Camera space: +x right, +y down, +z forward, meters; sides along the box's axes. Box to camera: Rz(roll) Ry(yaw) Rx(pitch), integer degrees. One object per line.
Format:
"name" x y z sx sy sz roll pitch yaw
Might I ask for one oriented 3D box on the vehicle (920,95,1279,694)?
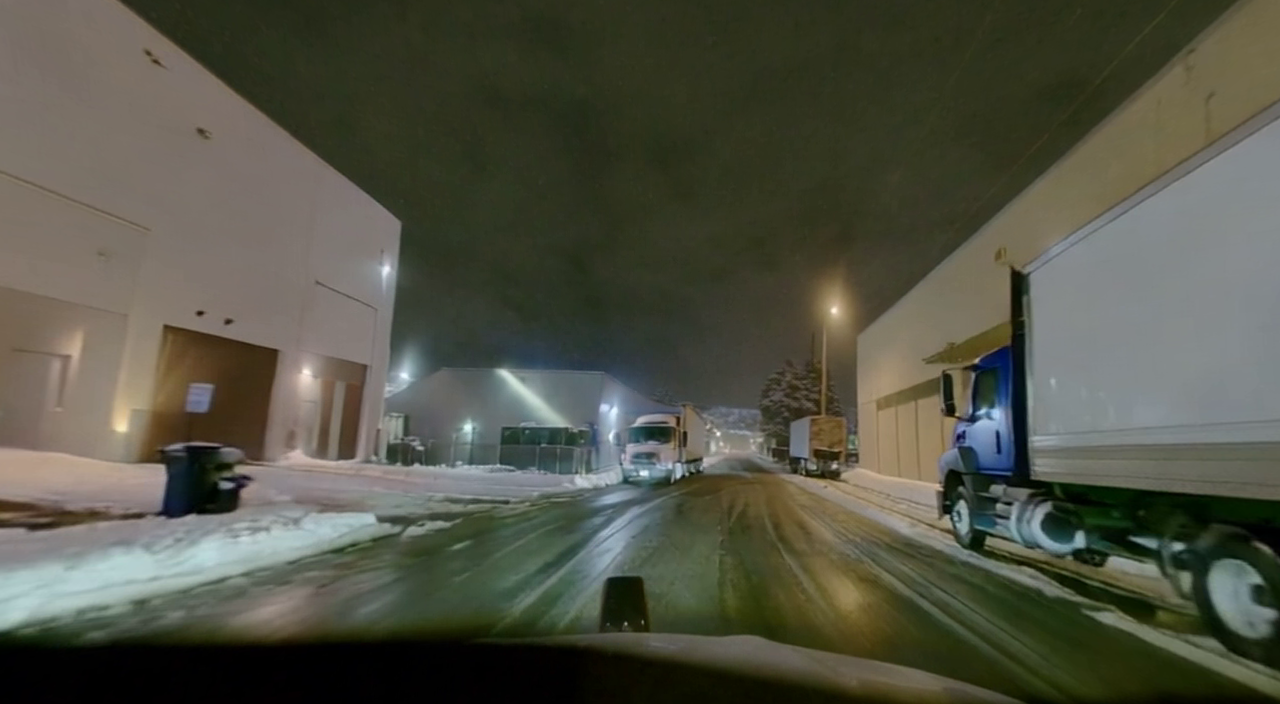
"vehicle" 6.974 0.794 8.025 2.966 4.658 11.455 -1 -8 8

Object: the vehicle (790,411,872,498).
"vehicle" 11.838 6.416 40.276 3.132 4.690 11.286 -1 -8 8

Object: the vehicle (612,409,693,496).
"vehicle" 0.913 5.539 35.279 3.111 4.217 7.722 -2 -8 12
